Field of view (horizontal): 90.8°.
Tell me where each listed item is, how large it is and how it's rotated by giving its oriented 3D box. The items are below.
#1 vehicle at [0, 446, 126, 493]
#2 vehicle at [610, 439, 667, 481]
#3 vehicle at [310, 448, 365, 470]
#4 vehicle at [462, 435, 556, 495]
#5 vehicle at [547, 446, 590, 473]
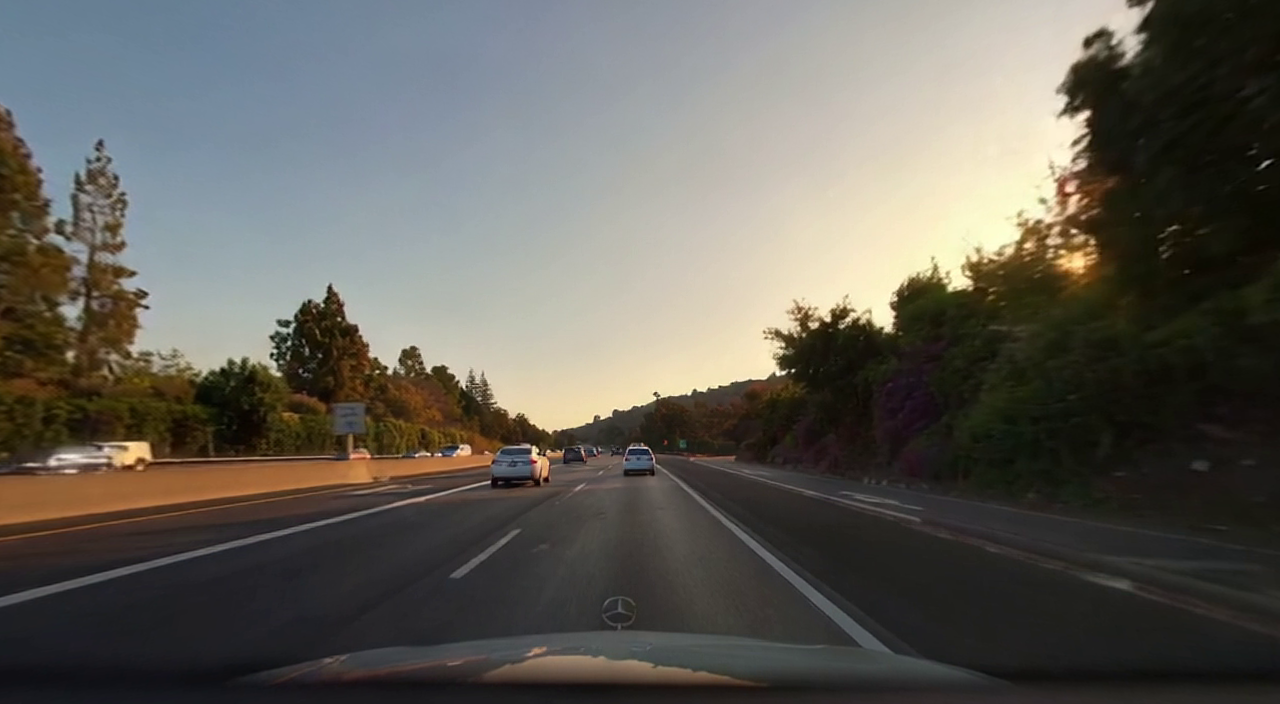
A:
[{"bbox_3d":[-20.957,4.051,22.189,1.869,1.452,4.628,0,-9,0],"label":"vehicle"},{"bbox_3d":[-0.103,4.900,28.944,2.378,1.750,4.355,0,-9,-1],"label":"vehicle"},{"bbox_3d":[-21.348,7.520,44.715,1.822,1.467,4.062,0,-9,1],"label":"vehicle"},{"bbox_3d":[-4.062,3.574,20.391,2.044,1.717,4.421,0,-9,1],"label":"vehicle"},{"bbox_3d":[-4.201,6.389,37.820,2.084,1.528,4.094,0,-9,0],"label":"vehicle"}]
